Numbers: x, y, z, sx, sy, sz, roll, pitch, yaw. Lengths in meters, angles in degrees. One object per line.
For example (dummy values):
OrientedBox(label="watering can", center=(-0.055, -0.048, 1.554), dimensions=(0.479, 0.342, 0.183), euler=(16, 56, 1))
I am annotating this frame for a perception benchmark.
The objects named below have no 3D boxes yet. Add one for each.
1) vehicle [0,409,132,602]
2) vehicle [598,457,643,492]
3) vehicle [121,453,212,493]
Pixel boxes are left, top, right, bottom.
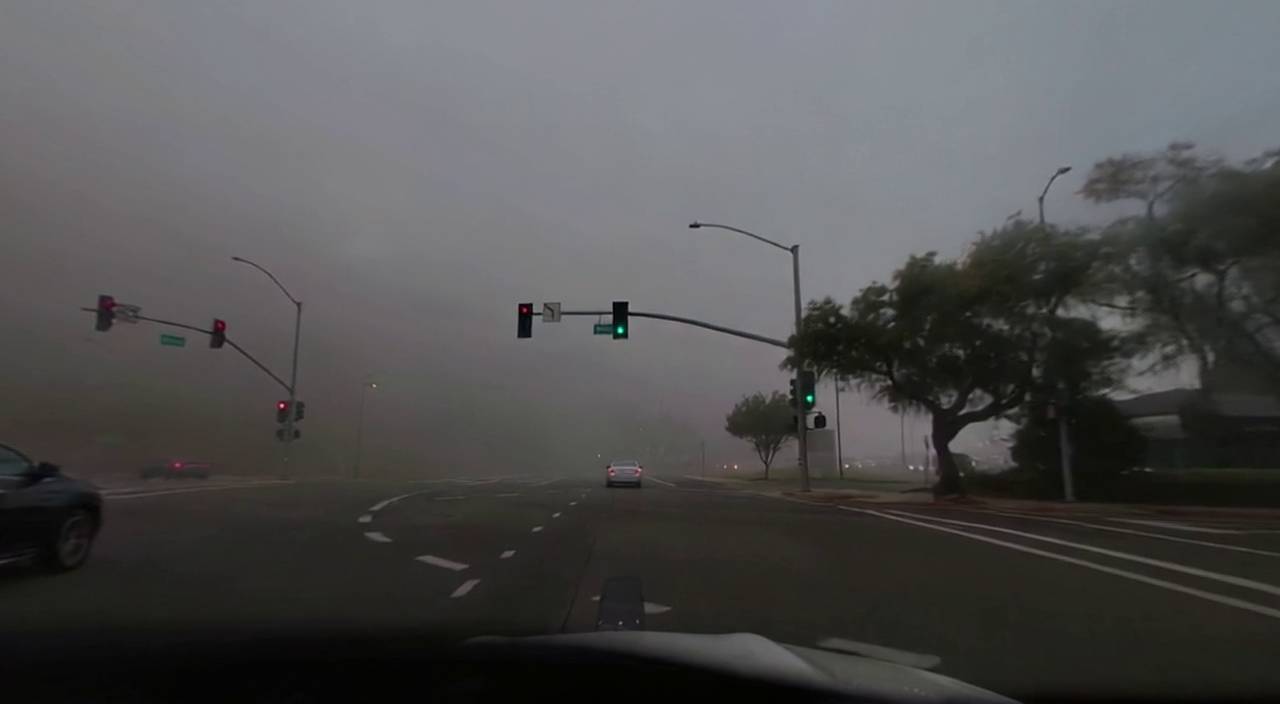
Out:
OrientedBox(label="vehicle", center=(-6.637, 1.346, 5.406), dimensions=(1.909, 1.704, 4.307), euler=(2, -9, -16))
OrientedBox(label="vehicle", center=(-0.928, 5.575, 29.041), dimensions=(1.917, 1.418, 3.987), euler=(0, -9, -3))
OrientedBox(label="vehicle", center=(-19.813, 4.987, 26.382), dimensions=(3.981, 1.510, 1.904), euler=(-7, -11, 37))
